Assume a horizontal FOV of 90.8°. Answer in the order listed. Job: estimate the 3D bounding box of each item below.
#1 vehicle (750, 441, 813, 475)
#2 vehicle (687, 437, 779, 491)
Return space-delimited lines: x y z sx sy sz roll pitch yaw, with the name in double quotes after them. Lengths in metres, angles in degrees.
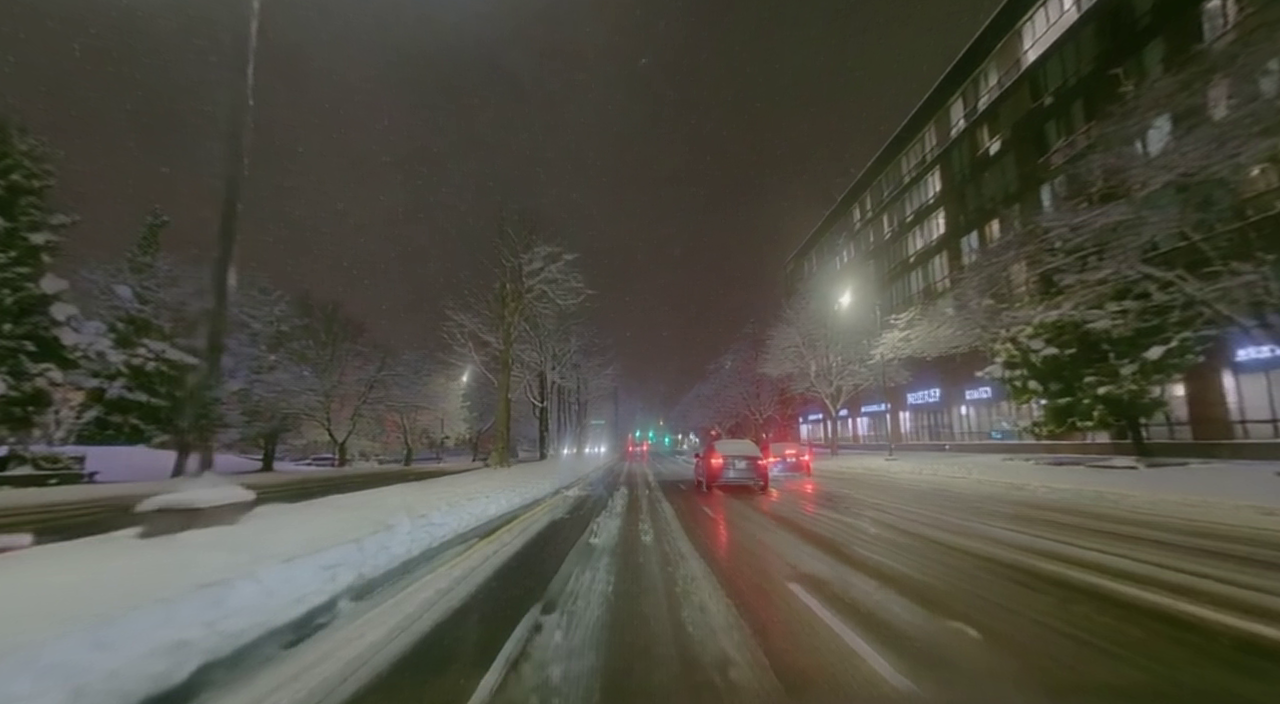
6.363 4.826 28.979 1.912 1.411 4.380 0 -9 0 "vehicle"
2.746 3.458 19.833 2.131 1.491 4.496 0 -9 -1 "vehicle"
